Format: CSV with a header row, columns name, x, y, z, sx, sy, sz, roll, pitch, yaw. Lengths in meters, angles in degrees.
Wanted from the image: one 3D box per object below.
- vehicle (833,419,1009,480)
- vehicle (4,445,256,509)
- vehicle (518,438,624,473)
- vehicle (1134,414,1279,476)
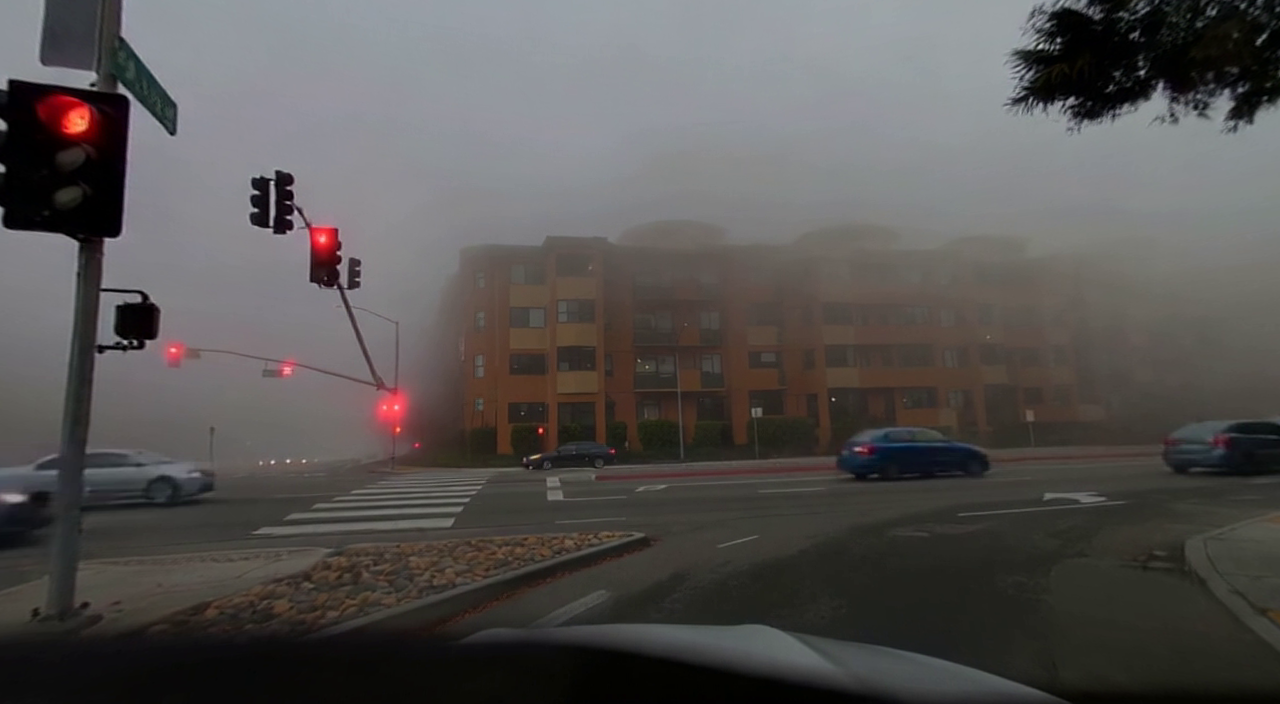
name,x,y,z,sx,sy,sz,roll,pitch,yaw
vehicle,8.520,2.945,19.233,4.711,1.688,1.915,2,-9,-17
vehicle,-13.102,3.205,16.605,4.691,1.478,1.908,2,-9,-16
vehicle,-2.986,4.434,27.238,4.289,1.415,1.774,2,-9,-17
vehicle,17.330,2.731,18.544,4.581,1.650,1.958,2,-9,-16
